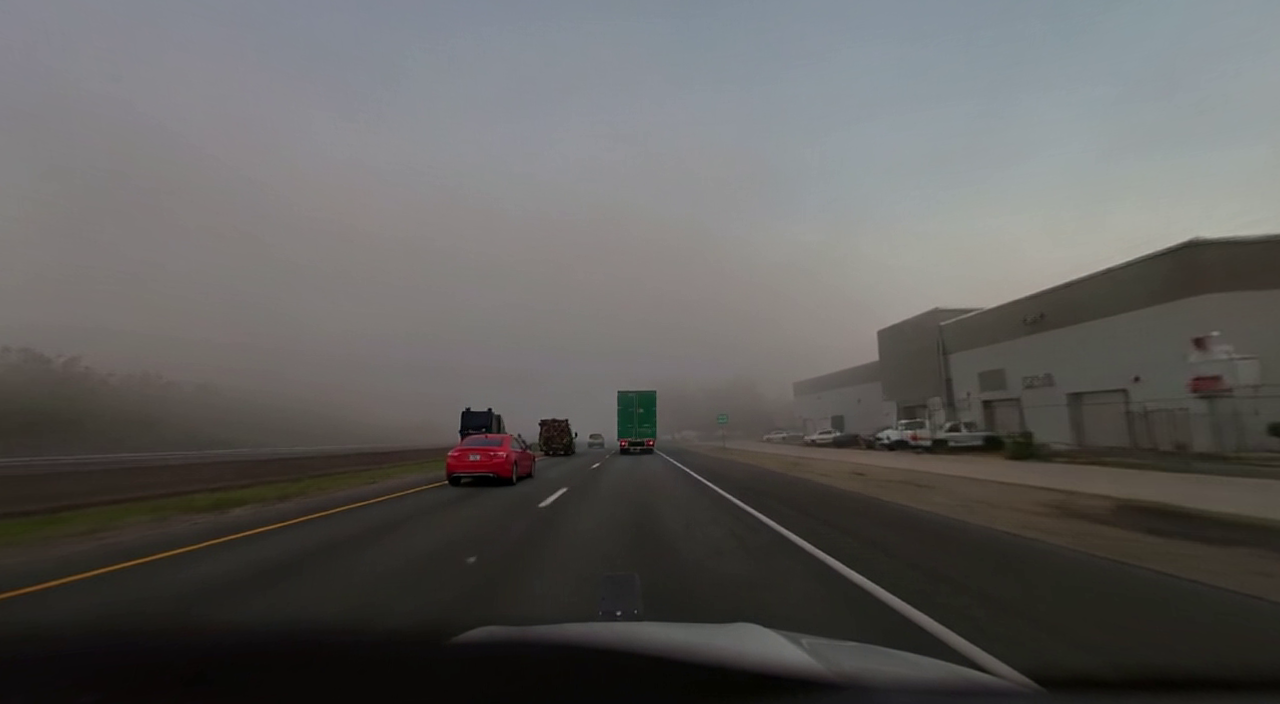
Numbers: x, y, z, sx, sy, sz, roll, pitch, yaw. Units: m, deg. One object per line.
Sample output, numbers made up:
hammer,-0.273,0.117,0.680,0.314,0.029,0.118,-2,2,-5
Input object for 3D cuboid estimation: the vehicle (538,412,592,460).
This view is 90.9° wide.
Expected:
vehicle,-4.564,5.333,39.850,2.717,2.714,6.997,0,-8,-1

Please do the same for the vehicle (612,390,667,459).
vehicle,-0.156,4.976,42.410,3.259,4.066,9.891,0,-8,-1

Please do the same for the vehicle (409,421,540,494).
vehicle,-4.123,2.705,16.697,2.005,1.602,5.131,0,-8,1
